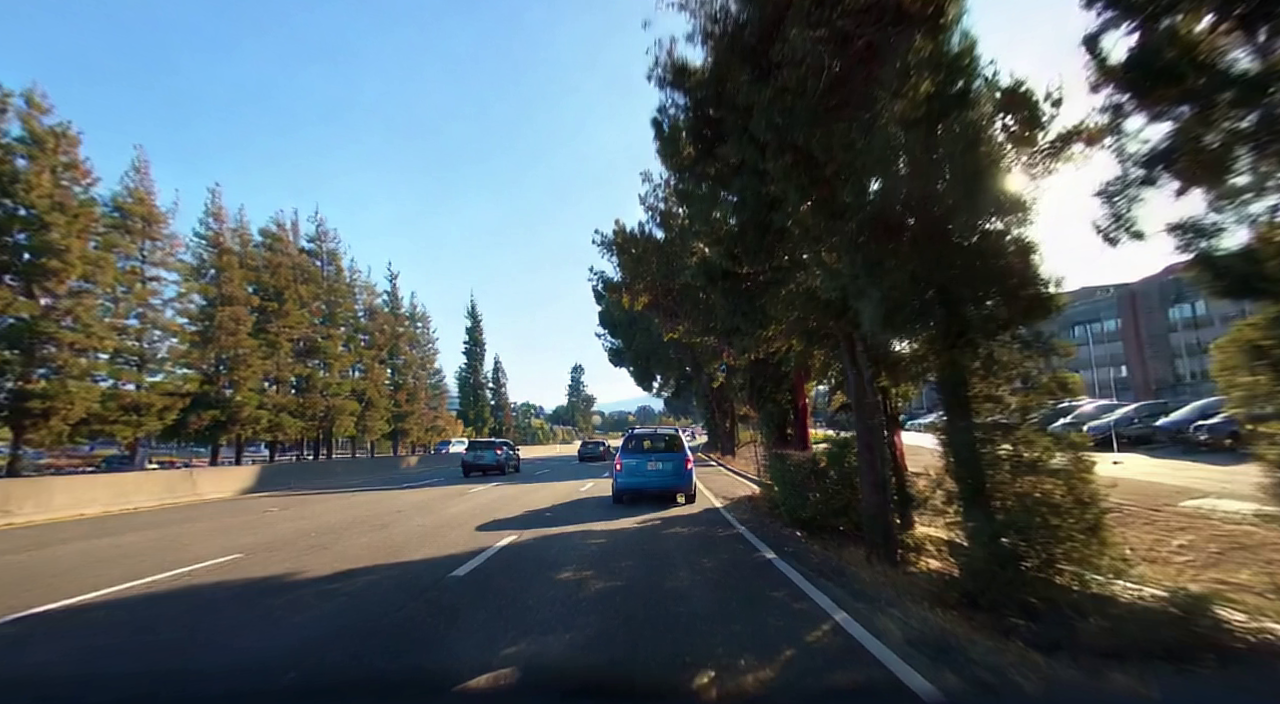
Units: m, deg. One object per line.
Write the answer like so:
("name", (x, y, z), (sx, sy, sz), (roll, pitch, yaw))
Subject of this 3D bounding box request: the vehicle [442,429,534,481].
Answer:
("vehicle", (-6.048, 4.170, 25.801), (2.154, 1.902, 4.735), (-1, -9, 6))

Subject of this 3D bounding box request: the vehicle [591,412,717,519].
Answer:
("vehicle", (0.322, 2.276, 13.079), (2.173, 1.830, 4.189), (0, -9, 2))
